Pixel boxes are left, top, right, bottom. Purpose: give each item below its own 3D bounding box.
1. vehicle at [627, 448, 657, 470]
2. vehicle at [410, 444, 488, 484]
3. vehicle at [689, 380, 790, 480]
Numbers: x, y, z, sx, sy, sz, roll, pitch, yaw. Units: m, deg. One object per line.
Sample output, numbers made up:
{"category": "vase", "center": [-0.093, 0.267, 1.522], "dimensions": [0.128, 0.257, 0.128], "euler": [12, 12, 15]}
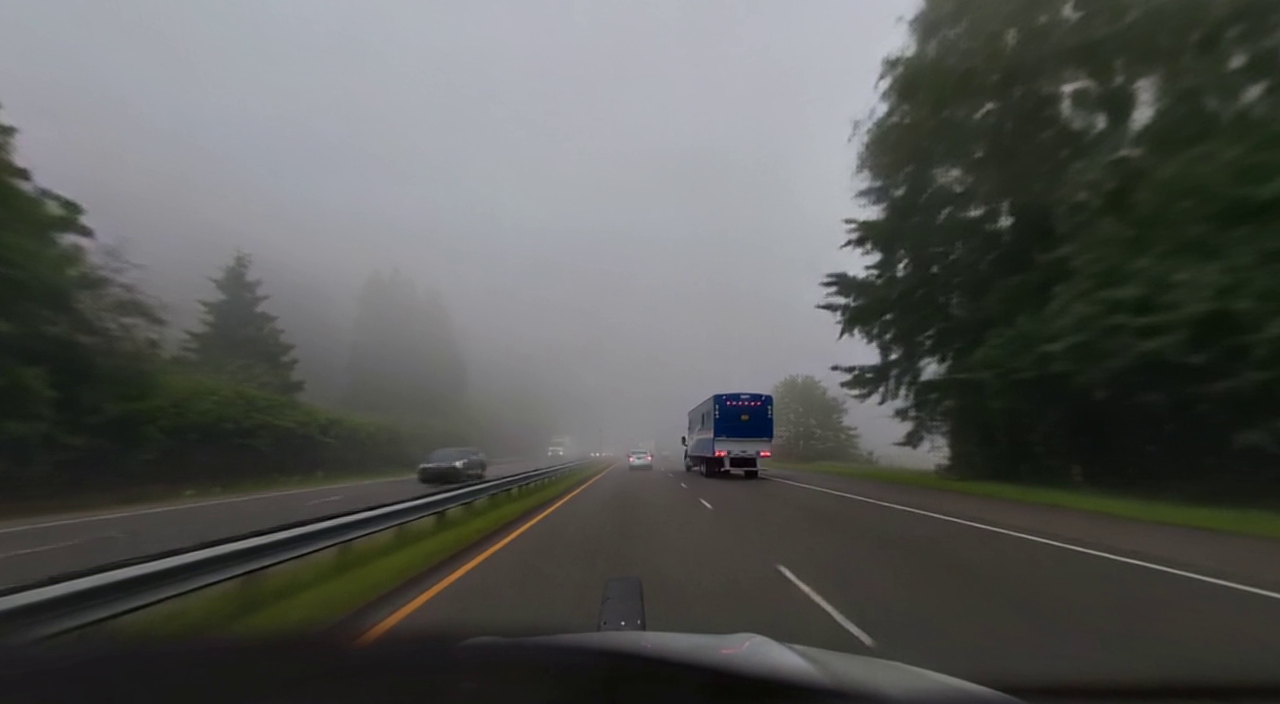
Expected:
{"category": "vehicle", "center": [0.135, 7.214, 42.756], "dimensions": [1.926, 1.386, 3.615], "euler": [0, -9, 0]}
{"category": "vehicle", "center": [-8.648, 5.108, 29.004], "dimensions": [2.155, 1.659, 4.565], "euler": [0, -9, 0]}
{"category": "vehicle", "center": [4.678, 4.321, 33.248], "dimensions": [2.939, 4.129, 14.300], "euler": [0, -9, 0]}
